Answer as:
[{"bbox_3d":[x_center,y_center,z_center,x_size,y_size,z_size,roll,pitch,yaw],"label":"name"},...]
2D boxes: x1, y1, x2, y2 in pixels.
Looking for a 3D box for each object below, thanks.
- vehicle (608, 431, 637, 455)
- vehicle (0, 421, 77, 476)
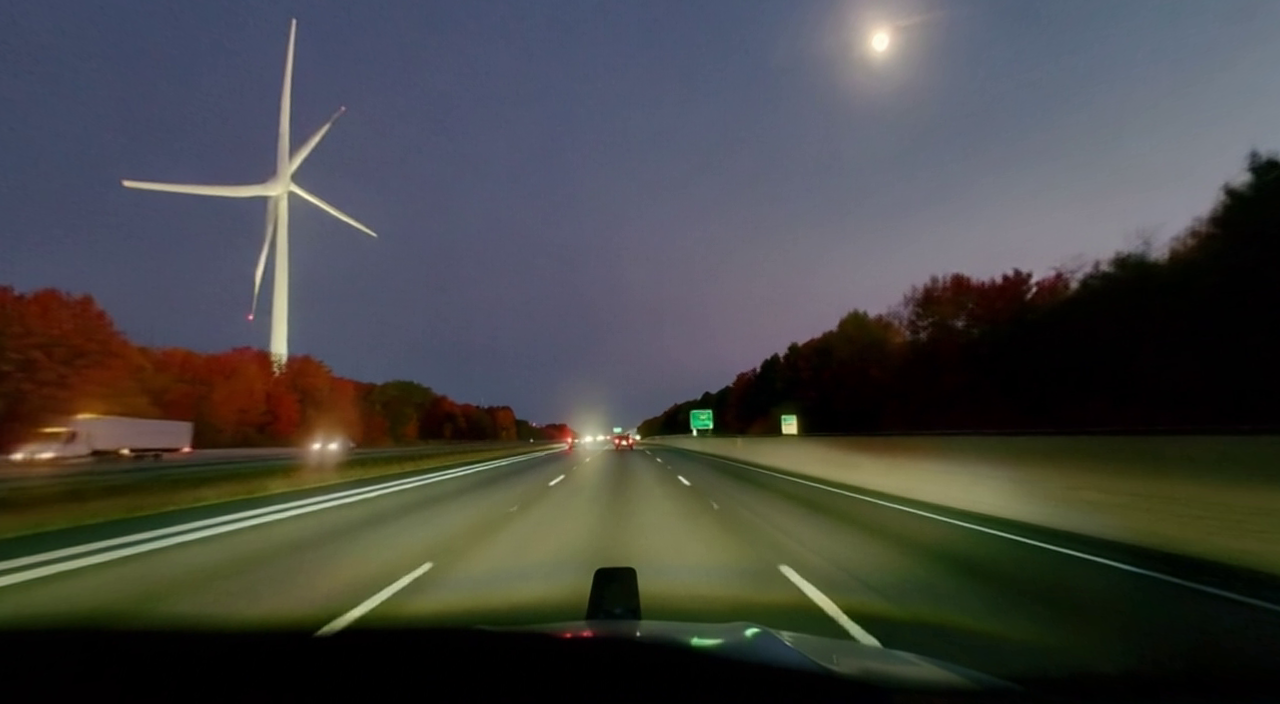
[{"bbox_3d":[-1.359,7.200,49.820,2.213,1.774,4.563,0,-8,-1],"label":"vehicle"},{"bbox_3d":[-42.633,6.636,43.634,2.964,3.572,4.102,0,-7,0],"label":"vehicle"}]
